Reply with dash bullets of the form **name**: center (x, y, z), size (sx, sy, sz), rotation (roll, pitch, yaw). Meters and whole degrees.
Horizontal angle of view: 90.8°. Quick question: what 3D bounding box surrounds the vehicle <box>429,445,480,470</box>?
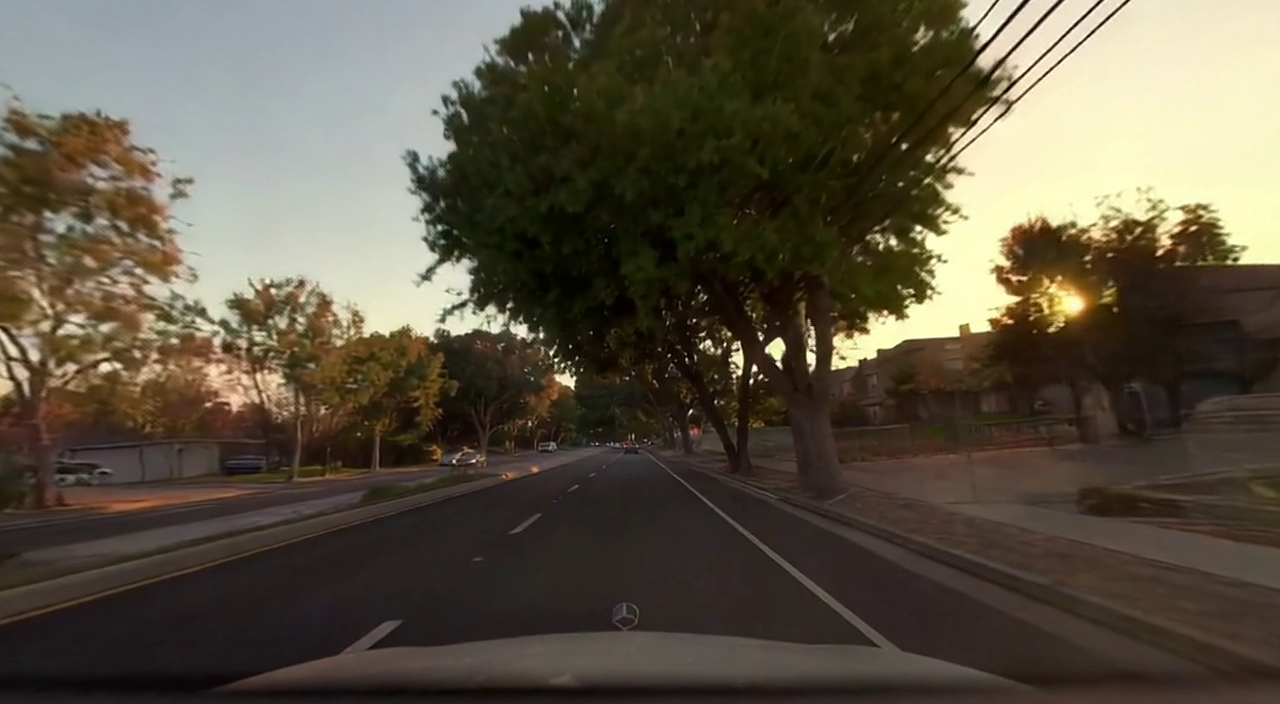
- **vehicle**: center (-12.538, 7.158, 43.062), size (2.055, 1.505, 4.703), rotation (-1, -9, 0)

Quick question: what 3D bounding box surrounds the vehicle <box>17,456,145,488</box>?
- **vehicle**: center (-28.280, 6.070, 32.073), size (4.599, 1.533, 2.029), rotation (0, -9, 3)

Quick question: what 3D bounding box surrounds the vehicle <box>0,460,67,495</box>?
- **vehicle**: center (-29.283, 5.777, 29.174), size (3.723, 1.479, 1.950), rotation (0, -9, 1)

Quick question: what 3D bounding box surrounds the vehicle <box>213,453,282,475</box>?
- **vehicle**: center (-29.129, 8.300, 46.908), size (3.792, 1.495, 1.950), rotation (0, -9, 2)
